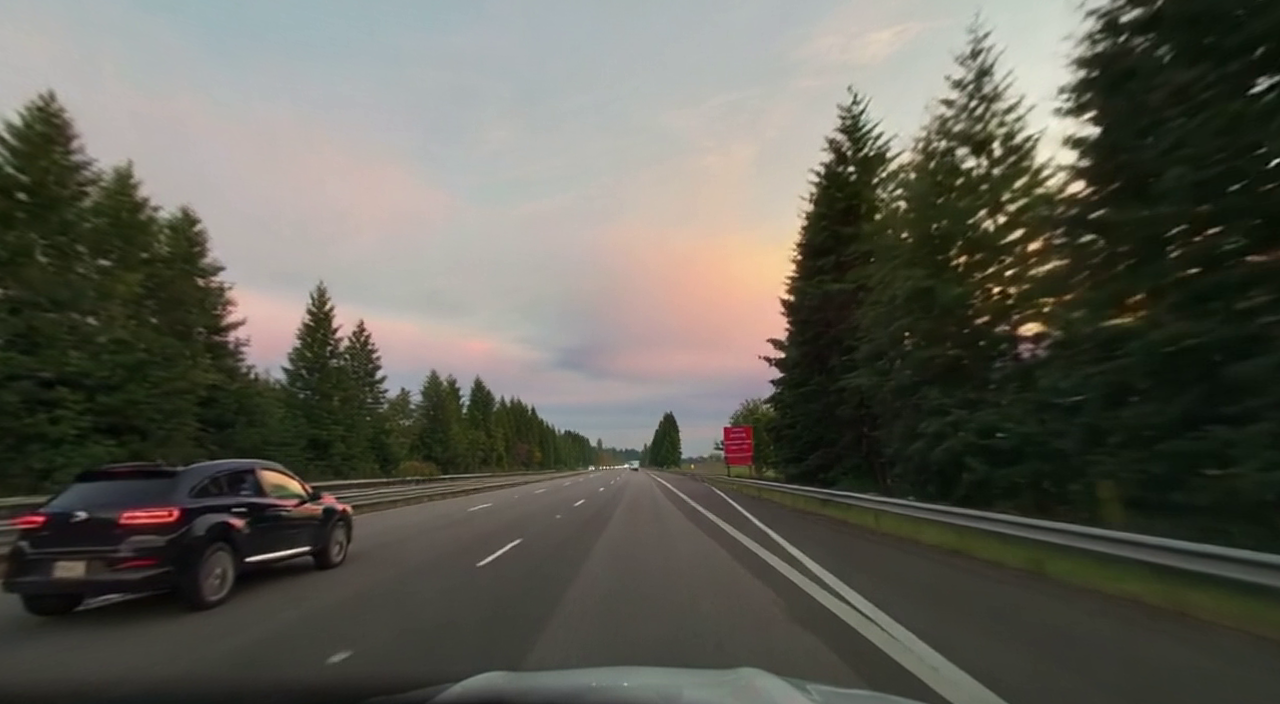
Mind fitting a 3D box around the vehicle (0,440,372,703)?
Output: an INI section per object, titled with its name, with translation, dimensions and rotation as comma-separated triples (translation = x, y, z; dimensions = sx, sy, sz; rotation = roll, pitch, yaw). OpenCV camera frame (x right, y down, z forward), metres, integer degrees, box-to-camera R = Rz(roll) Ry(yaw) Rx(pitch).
[vehicle]
translation = -4.223, 1.489, 4.934
dimensions = 2.183, 1.435, 4.653
rotation = 1, -10, 0
